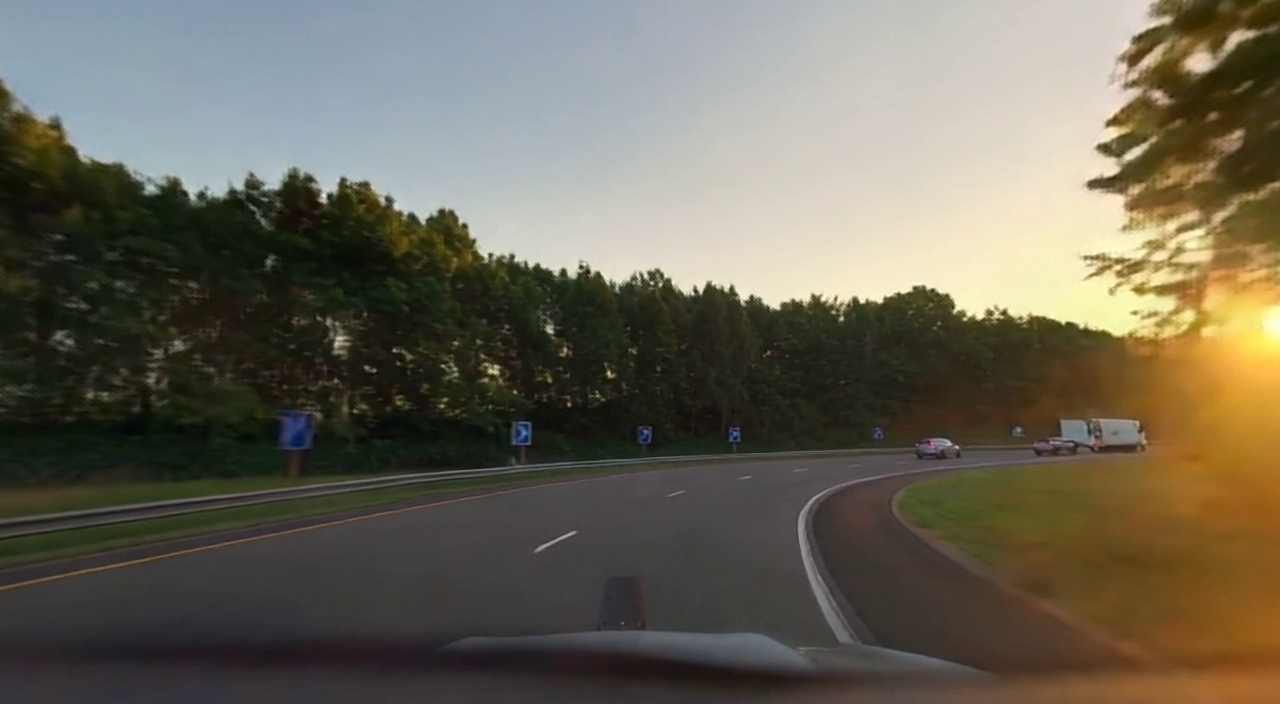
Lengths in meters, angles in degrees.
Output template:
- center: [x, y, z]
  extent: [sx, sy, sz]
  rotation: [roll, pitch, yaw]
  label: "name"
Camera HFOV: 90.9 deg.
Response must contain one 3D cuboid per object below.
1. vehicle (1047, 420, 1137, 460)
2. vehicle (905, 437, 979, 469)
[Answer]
- center: [33.663, 6.590, 46.896]
  extent: [5.981, 2.823, 2.498]
  rotation: [4, -9, -23]
  label: "vehicle"
- center: [17.013, 5.677, 35.435]
  extent: [4.325, 1.674, 2.221]
  rotation: [8, -12, -42]
  label: "vehicle"
